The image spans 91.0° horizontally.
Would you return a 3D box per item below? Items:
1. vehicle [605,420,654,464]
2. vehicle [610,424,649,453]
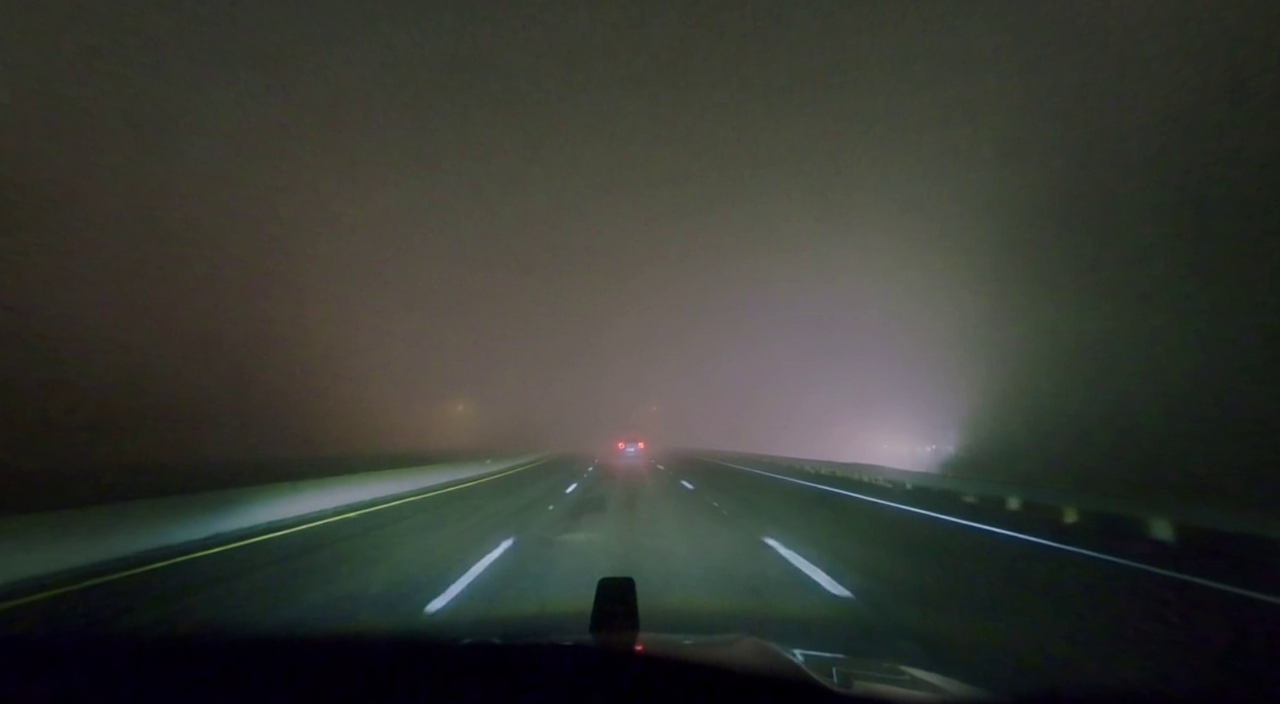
[{"bbox_3d":[-0.726,5.714,39.959,2.805,2.528,7.246,0,-8,-2],"label":"vehicle"},{"bbox_3d":[-0.700,5.325,38.720,2.157,1.647,4.524,0,-8,-4],"label":"vehicle"}]
